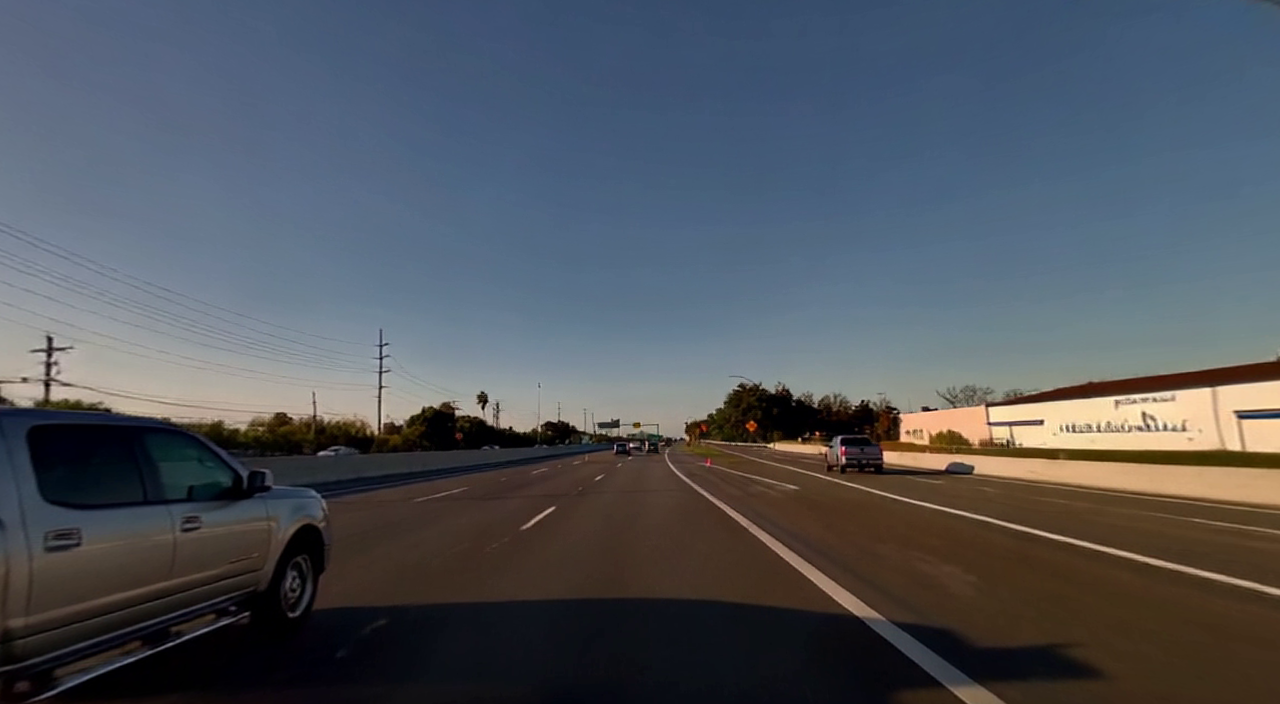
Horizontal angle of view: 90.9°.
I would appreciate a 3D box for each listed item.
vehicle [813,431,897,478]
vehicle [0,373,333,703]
[{"bbox_3d":[9.335,4.494,27.930,2.186,1.840,5.289,-1,-8,4],"label":"vehicle"},{"bbox_3d":[-3.571,0.965,2.927,2.001,1.619,4.445,0,-8,0],"label":"vehicle"}]
